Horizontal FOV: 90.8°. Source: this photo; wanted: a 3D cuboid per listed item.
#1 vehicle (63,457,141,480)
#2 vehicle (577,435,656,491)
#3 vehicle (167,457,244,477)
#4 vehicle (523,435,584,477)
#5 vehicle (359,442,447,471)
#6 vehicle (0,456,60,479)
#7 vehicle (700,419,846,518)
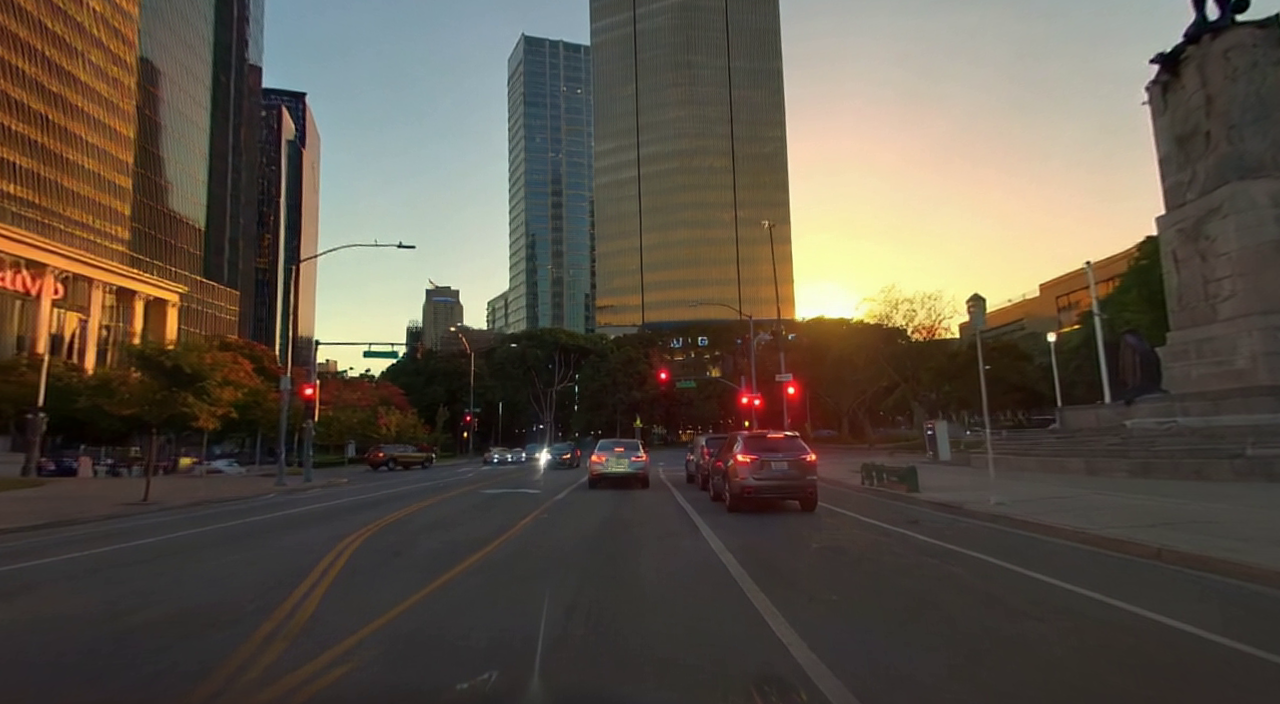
[{"bbox_3d":[-40.230,8.737,47.293,4.224,1.622,1.808,0,-9,2],"label":"vehicle"},{"bbox_3d":[-0.615,3.273,18.966,2.096,1.492,4.071,0,-8,0],"label":"vehicle"},{"bbox_3d":[-32.396,8.571,47.174,4.392,1.427,1.764,0,-9,0],"label":"vehicle"},{"bbox_3d":[-3.600,4.417,27.143,2.045,1.633,4.864,0,-8,-2],"label":"vehicle"},{"bbox_3d":[-15.305,6.752,41.007,4.855,1.769,2.071,0,-9,-4],"label":"vehicle"},{"bbox_3d":[-45.770,8.584,46.958,3.671,1.498,1.670,2,-10,4],"label":"vehicle"},{"bbox_3d":[2.609,2.432,13.673,2.096,1.775,4.440,0,-9,-1],"label":"vehicle"}]
